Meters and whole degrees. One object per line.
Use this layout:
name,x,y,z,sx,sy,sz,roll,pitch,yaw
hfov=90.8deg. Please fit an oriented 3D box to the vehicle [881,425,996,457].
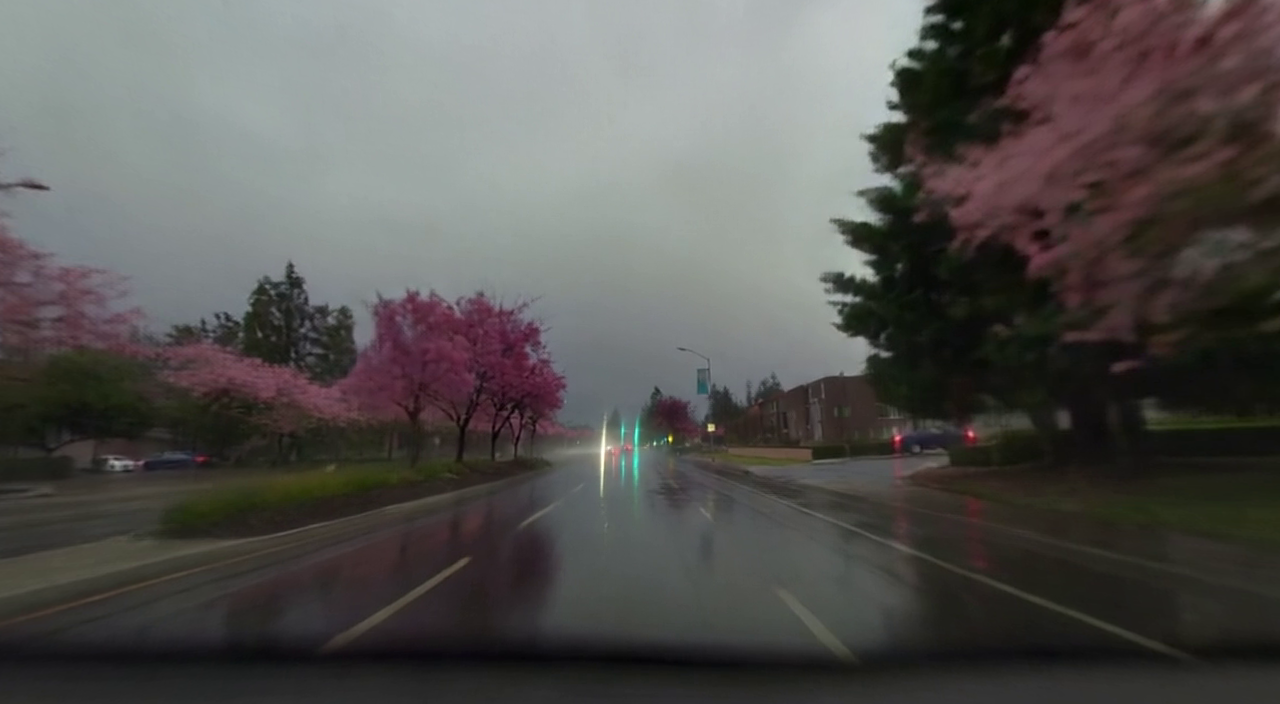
vehicle,15.170,4.558,32.358,4.877,1.592,1.913,0,-8,2
